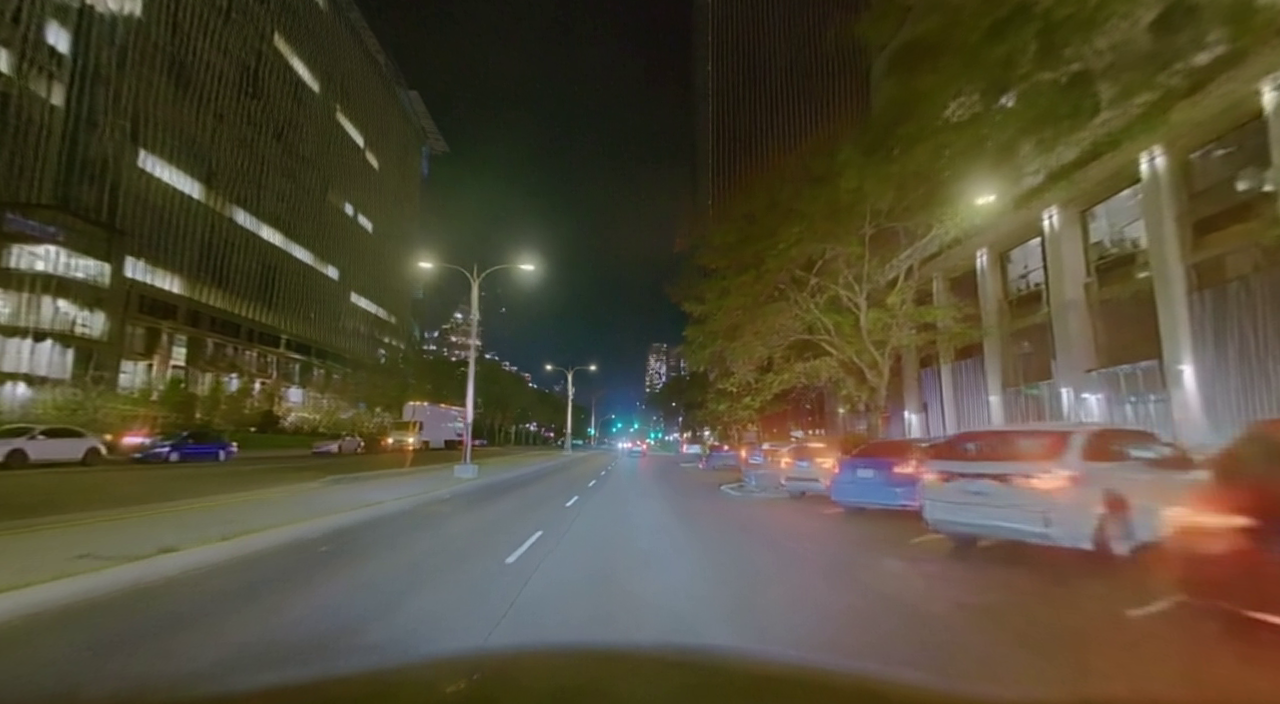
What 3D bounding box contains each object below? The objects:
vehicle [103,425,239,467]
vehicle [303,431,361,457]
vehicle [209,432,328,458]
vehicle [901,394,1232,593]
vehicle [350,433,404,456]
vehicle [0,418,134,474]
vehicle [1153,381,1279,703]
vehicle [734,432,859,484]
[{"bbox_3d":[-18.662,3.794,25.396,1.869,1.494,4.833,0,-8,-1],"label":"vehicle"},{"bbox_3d":[-19.081,5.721,39.144,1.792,1.554,3.682,0,-8,-1],"label":"vehicle"},{"bbox_3d":[-19.106,4.856,32.854,2.389,1.206,6.247,-1,-8,1],"label":"vehicle"},{"bbox_3d":[4.909,1.433,7.144,3.689,1.643,1.844,6,-10,-36],"label":"vehicle"},{"bbox_3d":[-18.778,6.630,45.136,1.909,1.518,4.459,-1,-8,1],"label":"vehicle"},{"bbox_3d":[-18.369,2.891,19.332,1.811,1.502,4.639,-1,-8,-1],"label":"vehicle"},{"bbox_3d":[4.752,0.967,3.508,3.531,1.529,1.903,5,-10,-35],"label":"vehicle"},{"bbox_3d":[5.055,3.359,20.238,3.765,1.497,1.831,5,-10,-35],"label":"vehicle"}]
